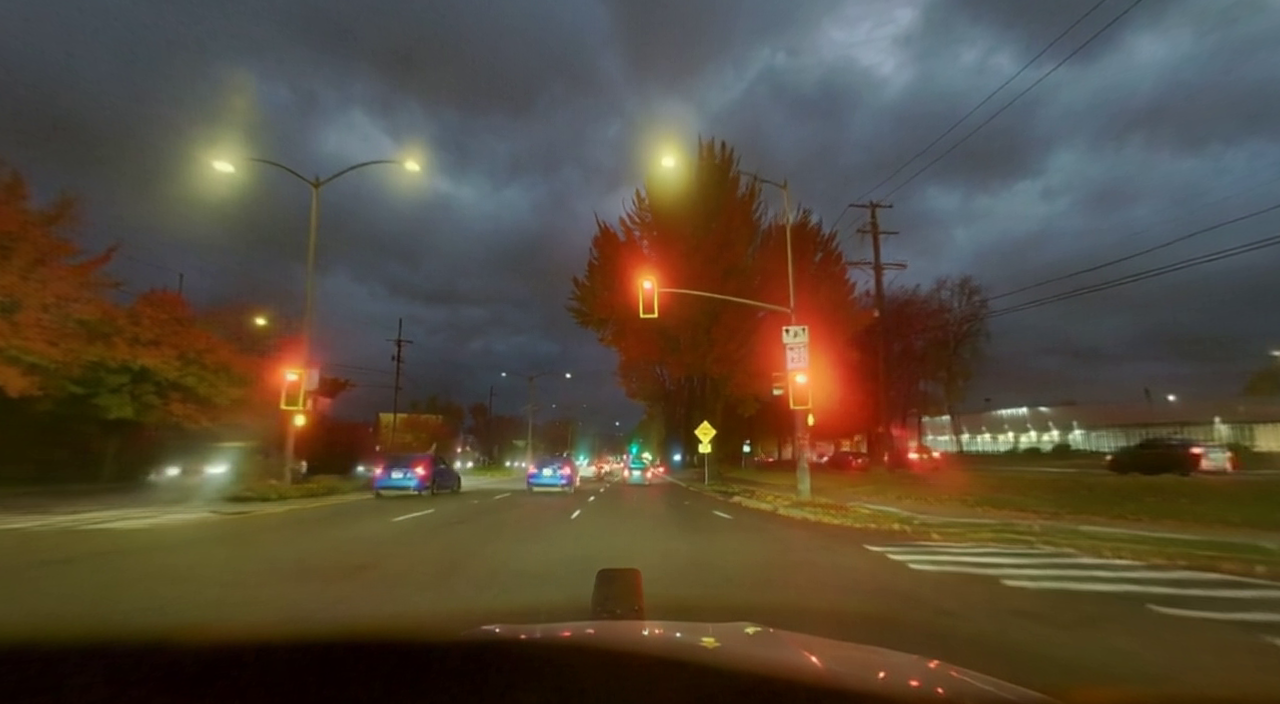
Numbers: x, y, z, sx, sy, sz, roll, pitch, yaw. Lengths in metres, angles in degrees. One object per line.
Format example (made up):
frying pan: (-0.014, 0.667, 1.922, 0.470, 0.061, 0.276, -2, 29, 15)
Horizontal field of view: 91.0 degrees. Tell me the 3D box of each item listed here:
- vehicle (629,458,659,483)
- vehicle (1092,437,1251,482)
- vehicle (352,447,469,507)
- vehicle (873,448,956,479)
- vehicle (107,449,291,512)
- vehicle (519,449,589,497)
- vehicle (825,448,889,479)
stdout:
vehicle: (0.236, 8.834, 47.232, 2.144, 1.704, 4.028, 1, -9, -1)
vehicle: (19.978, 4.029, 23.855, 1.835, 1.501, 4.158, 6, -10, -33)
vehicle: (-6.861, 3.739, 19.359, 1.932, 1.596, 4.247, 1, -9, 0)
vehicle: (14.675, 5.961, 33.927, 1.826, 1.474, 4.254, 3, -9, -14)
vehicle: (-11.741, 3.409, 17.213, 1.872, 1.475, 4.325, 1, -9, 0)
vehicle: (-3.283, 4.733, 25.054, 2.085, 1.663, 4.513, 1, -9, 1)
vehicle: (13.294, 6.820, 38.824, 1.862, 1.559, 3.959, -3, -6, -11)
